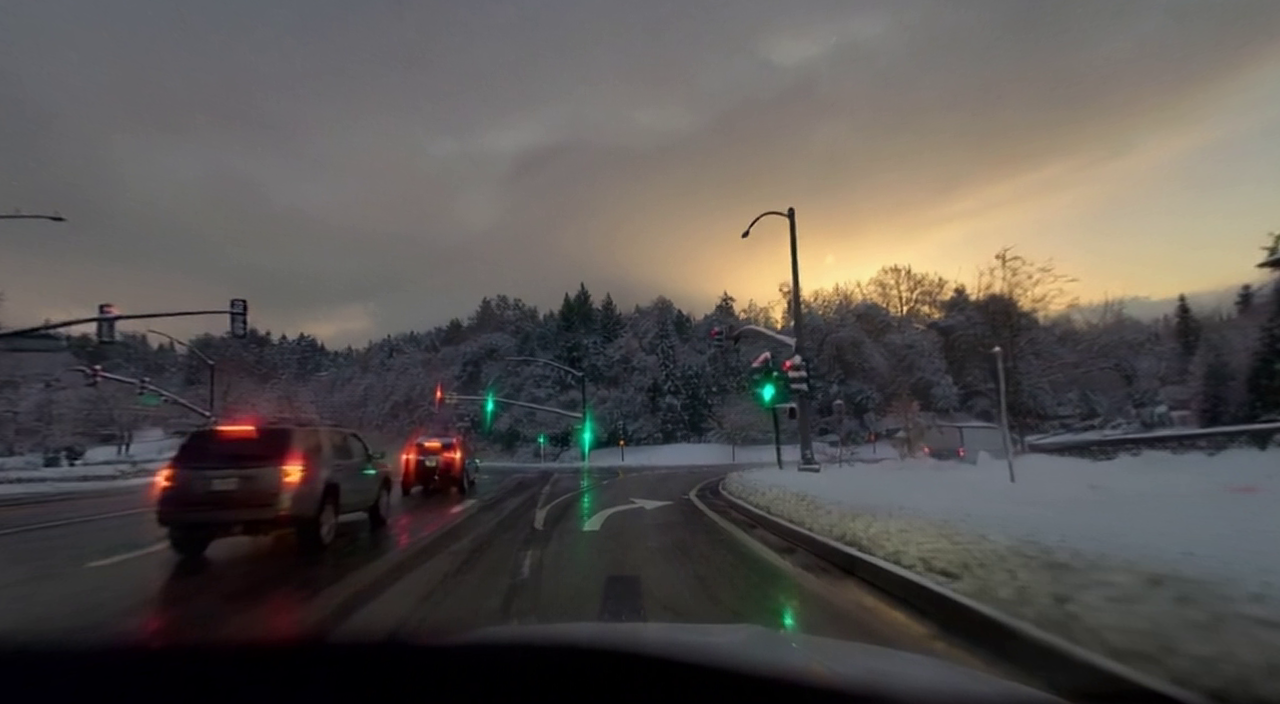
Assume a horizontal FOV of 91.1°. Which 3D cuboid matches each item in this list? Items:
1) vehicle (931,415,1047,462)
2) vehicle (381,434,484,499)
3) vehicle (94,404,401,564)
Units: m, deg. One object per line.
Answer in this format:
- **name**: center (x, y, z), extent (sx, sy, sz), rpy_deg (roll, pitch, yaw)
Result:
- **vehicle**: center (21.679, 5.401, 39.021), extent (6.269, 2.785, 2.334), rpy_deg (2, -9, -15)
- **vehicle**: center (-5.906, 3.283, 18.436), extent (2.024, 1.655, 4.301), rpy_deg (1, -9, -7)
- **vehicle**: center (-5.393, 1.858, 9.556), extent (2.152, 1.822, 4.391), rpy_deg (1, -9, -6)
